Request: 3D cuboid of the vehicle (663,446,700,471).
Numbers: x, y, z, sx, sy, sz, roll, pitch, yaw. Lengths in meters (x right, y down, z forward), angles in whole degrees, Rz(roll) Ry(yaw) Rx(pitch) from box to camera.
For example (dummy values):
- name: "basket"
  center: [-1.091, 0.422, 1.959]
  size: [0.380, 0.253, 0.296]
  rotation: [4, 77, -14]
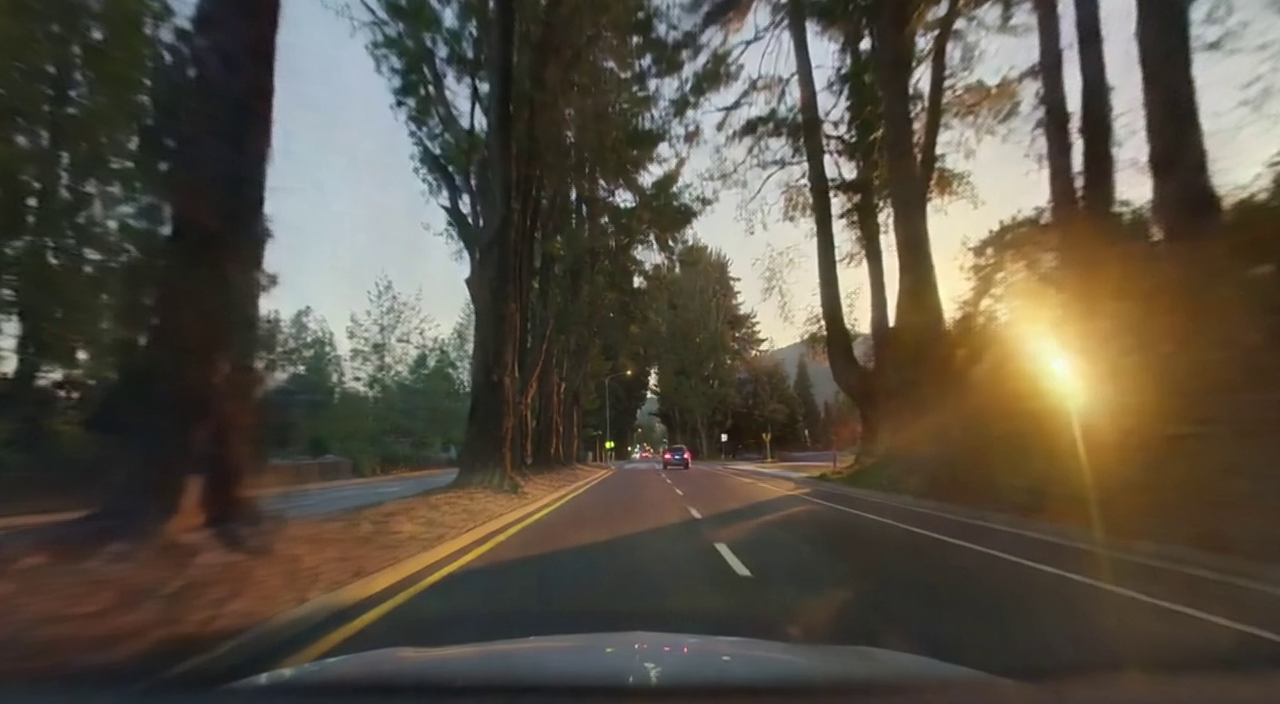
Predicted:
- name: "vehicle"
  center: [2.636, 6.942, 41.260]
  size: [2.044, 1.537, 4.528]
  rotation: [0, -9, -1]
